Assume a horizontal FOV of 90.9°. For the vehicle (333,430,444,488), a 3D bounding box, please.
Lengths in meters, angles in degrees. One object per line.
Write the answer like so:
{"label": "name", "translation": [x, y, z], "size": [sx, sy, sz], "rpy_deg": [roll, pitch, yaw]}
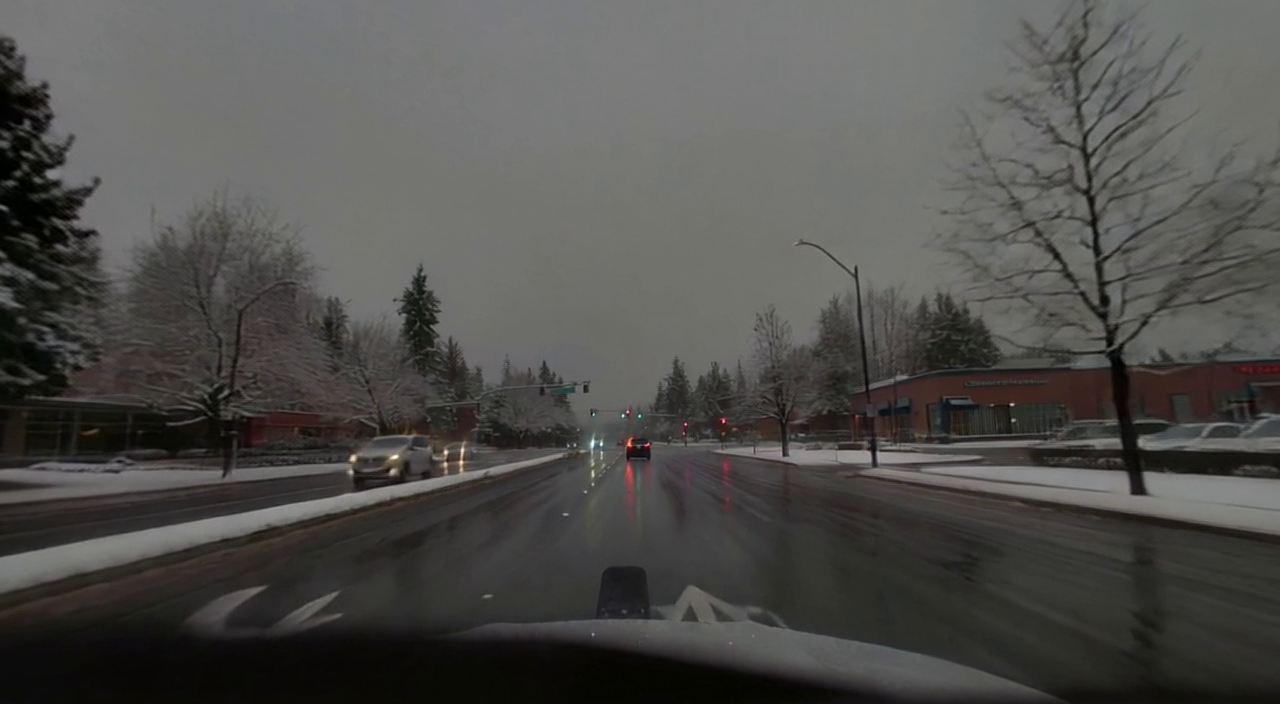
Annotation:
{"label": "vehicle", "translation": [-8.695, 3.732, 22.331], "size": [2.149, 1.793, 4.468], "rpy_deg": [0, -8, -1]}
